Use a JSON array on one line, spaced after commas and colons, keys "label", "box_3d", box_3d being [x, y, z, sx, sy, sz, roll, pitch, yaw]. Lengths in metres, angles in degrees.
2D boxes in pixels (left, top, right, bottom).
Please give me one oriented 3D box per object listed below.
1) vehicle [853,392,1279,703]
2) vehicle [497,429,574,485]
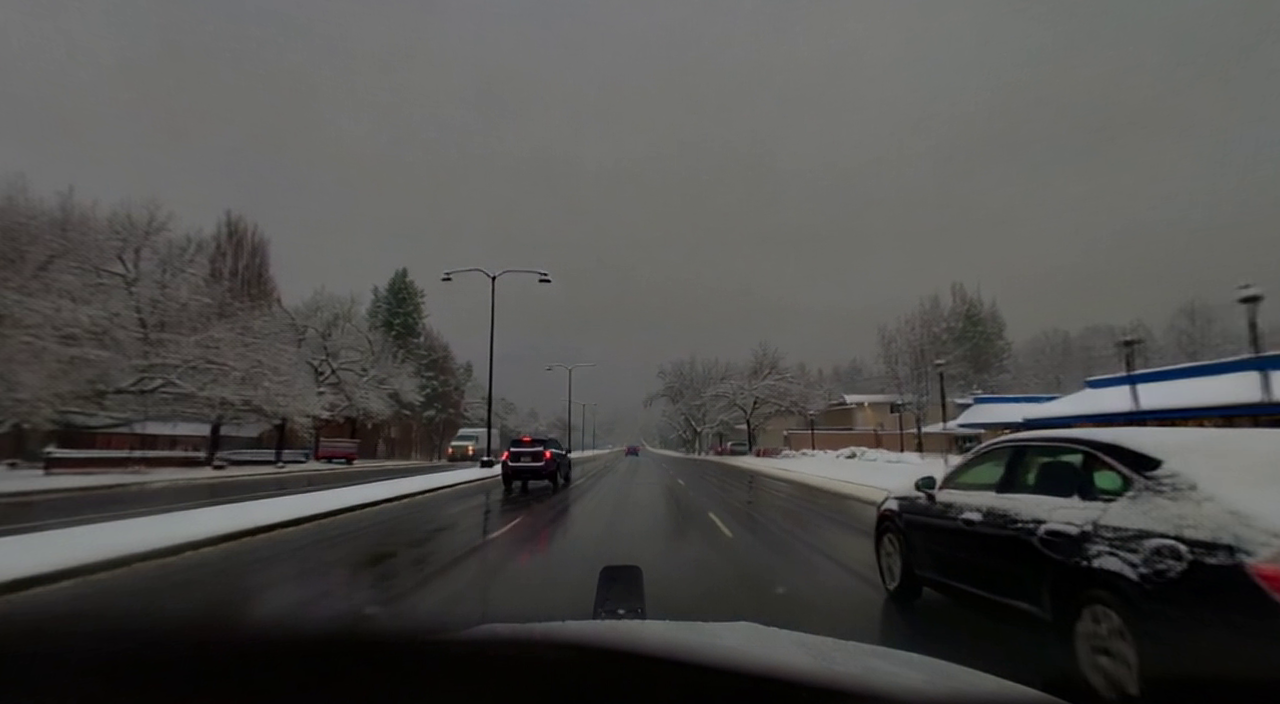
[{"label": "vehicle", "box_3d": [3.261, 1.188, 4.201, 1.975, 1.502, 4.787, 0, -8, -1]}, {"label": "vehicle", "box_3d": [-3.659, 3.786, 22.995, 1.997, 1.806, 4.500, 0, -8, 1]}]
